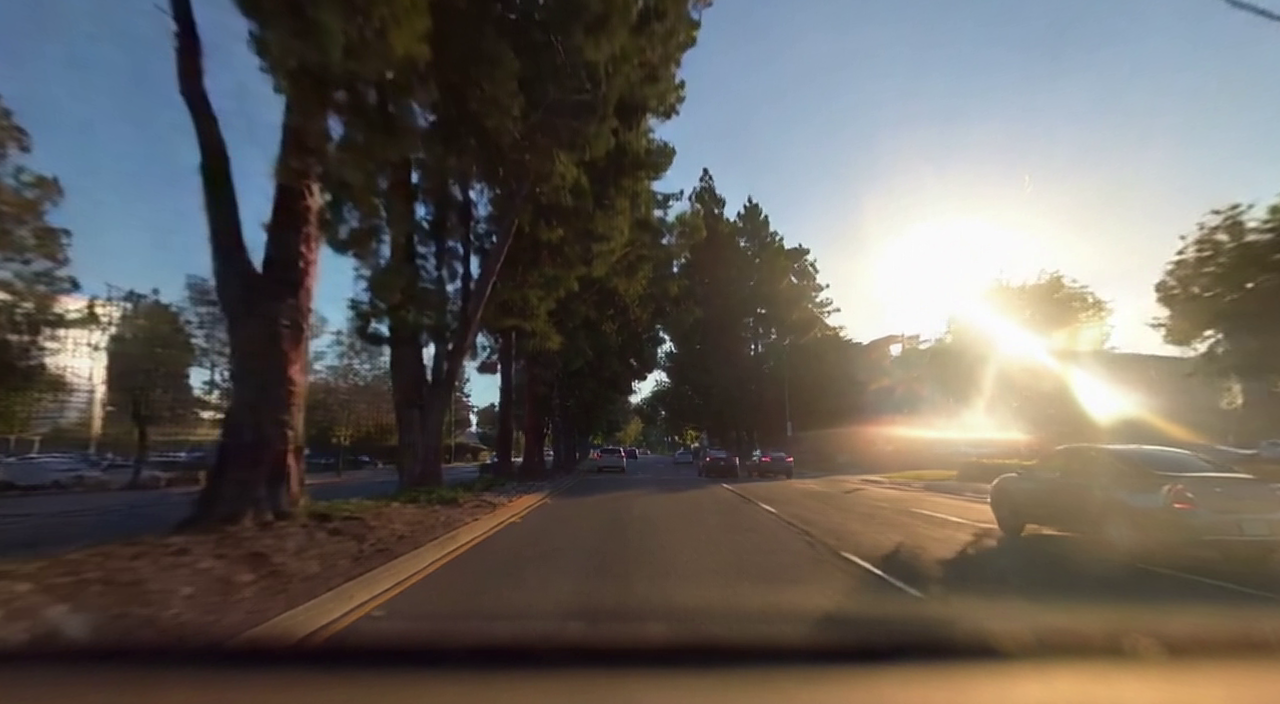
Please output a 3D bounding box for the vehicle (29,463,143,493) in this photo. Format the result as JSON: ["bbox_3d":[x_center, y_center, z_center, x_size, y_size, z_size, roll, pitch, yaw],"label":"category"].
[{"bbox_3d":[-29.375,6.690,33.563,4.320,1.459,1.860,0,-9,3],"label":"vehicle"}]

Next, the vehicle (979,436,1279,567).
[{"bbox_3d":[7.484,2.102,9.748,1.888,1.508,4.646,0,-9,0],"label":"vehicle"}]

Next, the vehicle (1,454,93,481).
[{"bbox_3d":[-41.104,7.998,43.848,4.361,1.773,2.028,-1,-9,4],"label":"vehicle"}]

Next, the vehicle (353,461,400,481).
[{"bbox_3d":[-20.294,9.150,48.802,1.769,1.344,3.947,0,-9,2],"label":"vehicle"}]

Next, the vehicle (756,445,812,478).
[{"bbox_3d":[7.780,5.946,34.560,1.945,1.687,4.292,0,-9,-2],"label":"vehicle"}]

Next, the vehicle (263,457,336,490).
[{"bbox_3d":[-19.911,7.106,37.227,2.013,1.655,4.604,-2,-8,-4],"label":"vehicle"}]

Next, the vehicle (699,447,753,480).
[{"bbox_3d":[4.097,5.373,30.691,2.020,1.472,3.958,0,-9,-1],"label":"vehicle"}]

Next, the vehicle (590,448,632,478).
[{"bbox_3d":[-1.529,5.819,33.395,2.077,1.477,3.897,0,-9,-3],"label":"vehicle"}]
